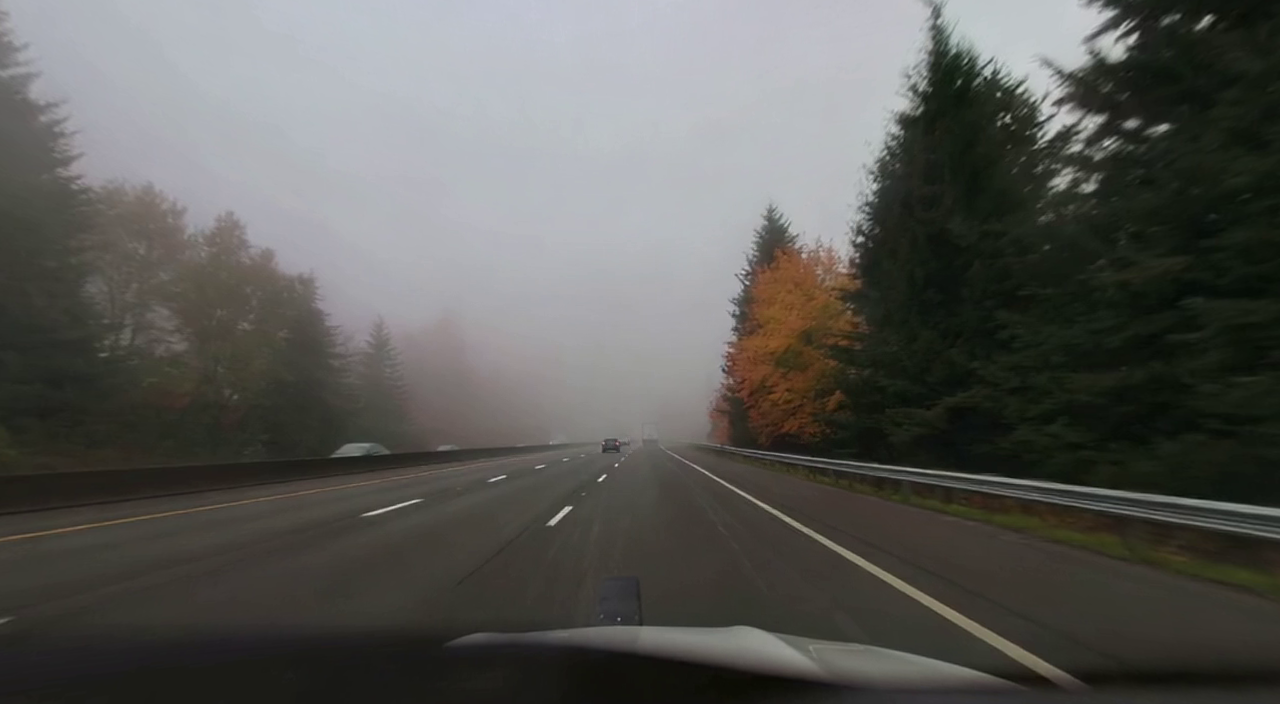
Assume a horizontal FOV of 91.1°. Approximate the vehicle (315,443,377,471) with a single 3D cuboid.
[{"bbox_3d":[-15.989,5.689,34.324,1.632,1.417,3.645,-1,-8,1],"label":"vehicle"}]
